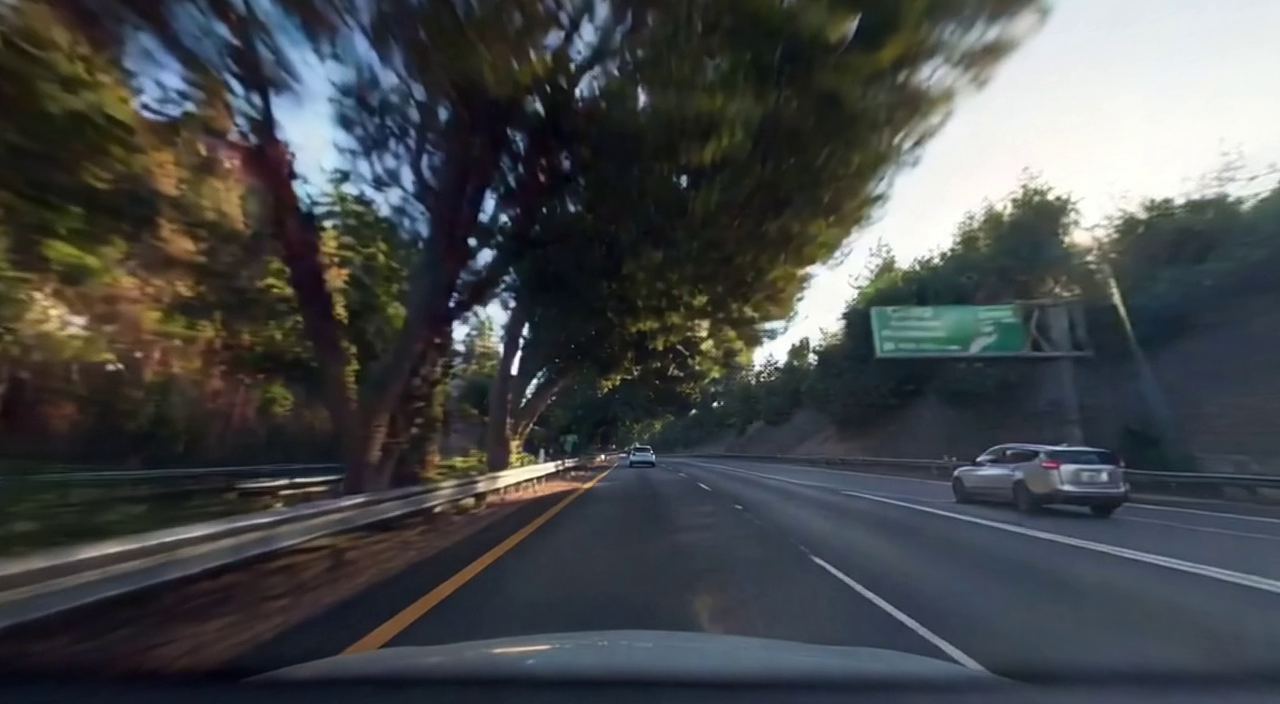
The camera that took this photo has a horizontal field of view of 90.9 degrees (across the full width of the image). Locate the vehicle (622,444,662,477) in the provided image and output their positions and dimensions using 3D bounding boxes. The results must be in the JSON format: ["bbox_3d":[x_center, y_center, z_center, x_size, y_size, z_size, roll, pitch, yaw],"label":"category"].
[{"bbox_3d":[0.068,5.768,33.656,1.987,1.658,3.620,0,-9,-1],"label":"vehicle"}]
